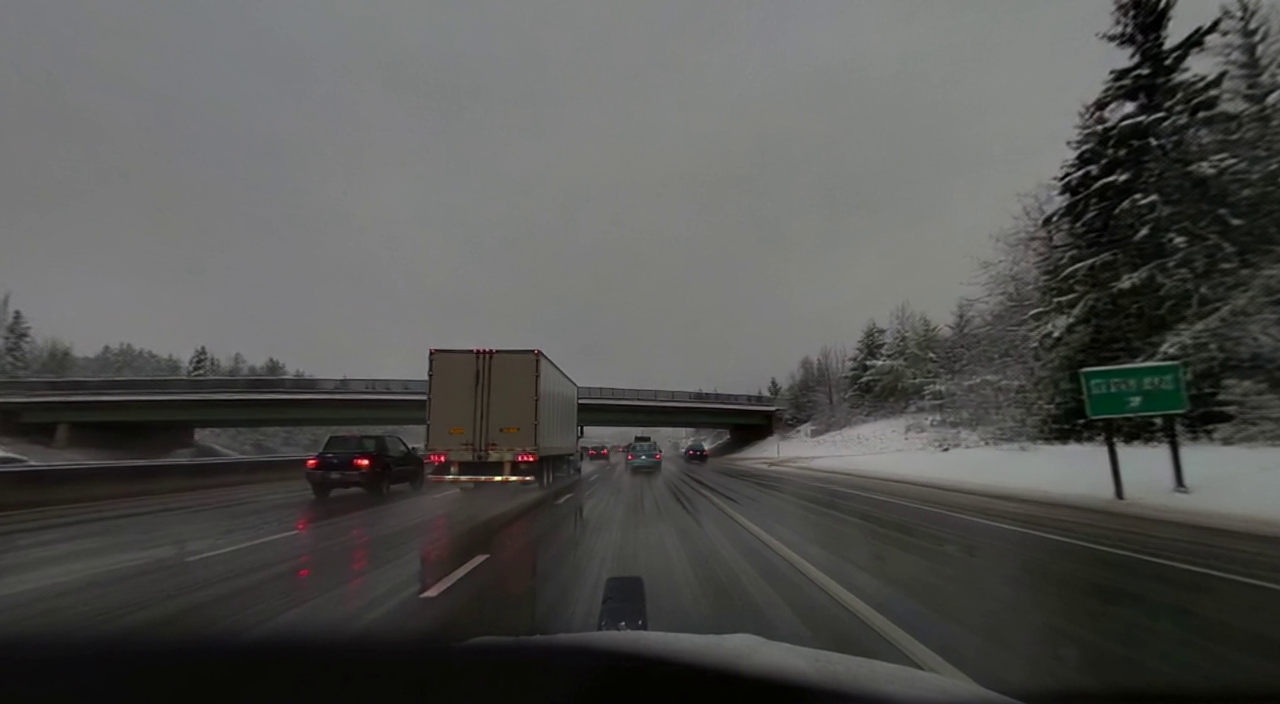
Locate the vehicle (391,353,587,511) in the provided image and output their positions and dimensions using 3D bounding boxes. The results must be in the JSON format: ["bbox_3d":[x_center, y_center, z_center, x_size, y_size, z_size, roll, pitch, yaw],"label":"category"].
[{"bbox_3d":[-3.602,2.427,18.728,3.075,3.276,11.073,0,-8,0],"label":"vehicle"}]

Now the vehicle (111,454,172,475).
[{"bbox_3d":[-35.474,7.980,44.961,1.489,1.364,3.405,0,-8,0],"label":"vehicle"}]

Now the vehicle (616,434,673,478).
[{"bbox_3d":[0.125,4.384,26.963,2.270,1.696,4.061,0,-8,-2],"label":"vehicle"}]

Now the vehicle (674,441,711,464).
[{"bbox_3d":[3.501,6.804,42.770,2.003,1.465,4.092,0,-8,-2],"label":"vehicle"}]

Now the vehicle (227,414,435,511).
[{"bbox_3d":[-7.458,2.738,16.242,2.309,2.007,5.974,0,-8,0],"label":"vehicle"}]
